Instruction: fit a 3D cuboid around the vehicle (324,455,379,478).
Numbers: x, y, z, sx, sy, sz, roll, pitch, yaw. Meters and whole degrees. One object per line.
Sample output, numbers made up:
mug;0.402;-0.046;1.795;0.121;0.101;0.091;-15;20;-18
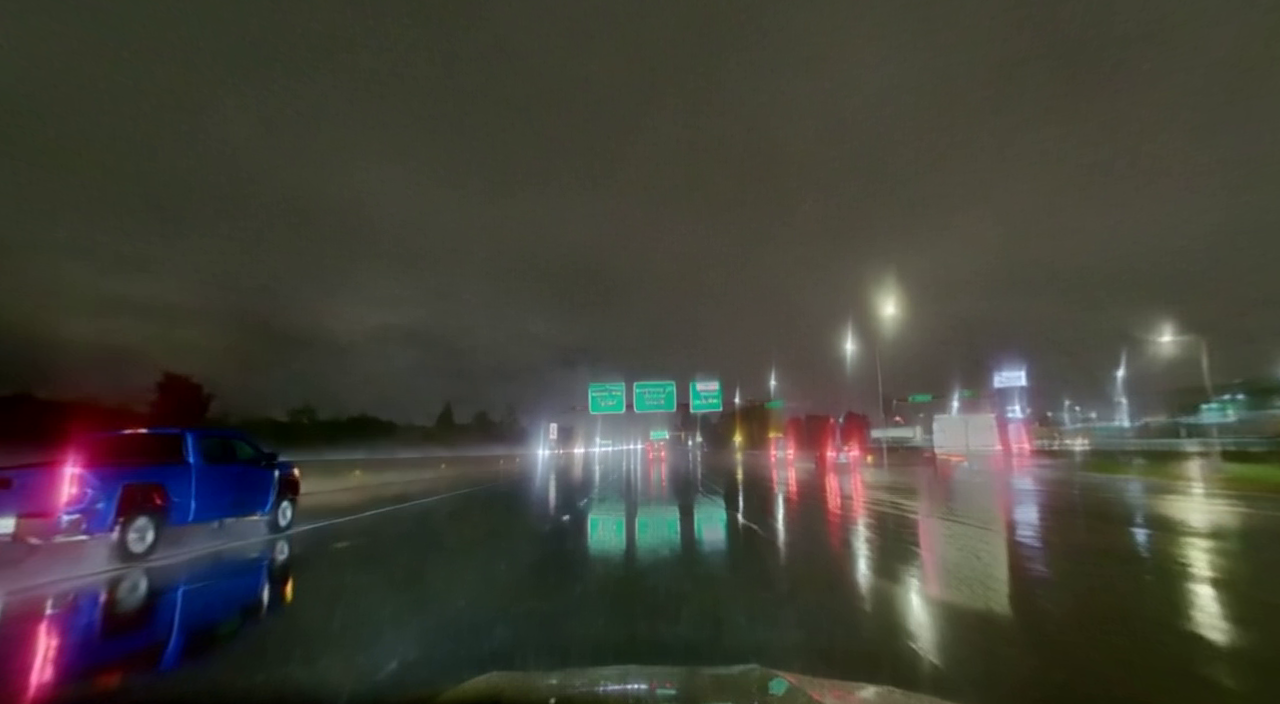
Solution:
vehicle;-21.455;8.480;47.024;1.830;1.554;4.619;0;-9;1

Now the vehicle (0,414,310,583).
vehicle;-7.067;1.870;8.912;2.168;1.729;4.724;0;-9;1
